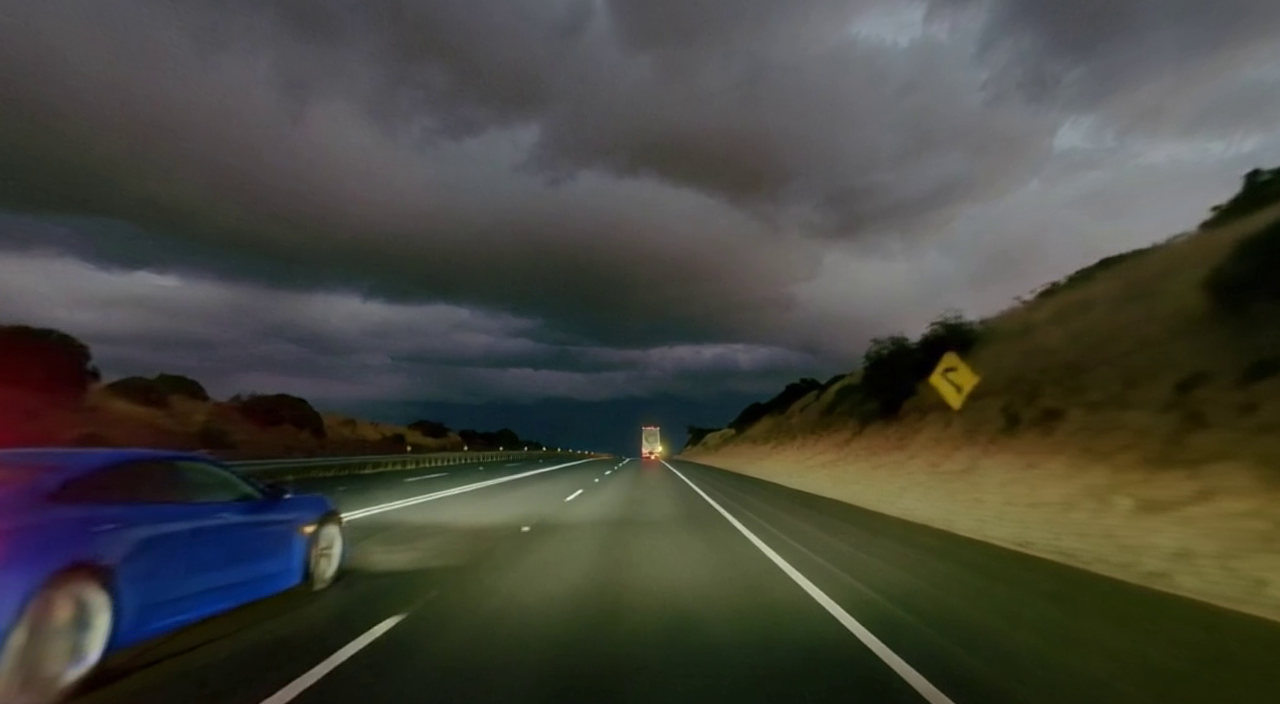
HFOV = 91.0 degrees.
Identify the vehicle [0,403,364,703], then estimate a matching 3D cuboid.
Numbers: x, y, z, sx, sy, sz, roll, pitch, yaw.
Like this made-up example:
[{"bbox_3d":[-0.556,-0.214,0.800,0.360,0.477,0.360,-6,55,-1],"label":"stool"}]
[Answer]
[{"bbox_3d":[-3.919,1.214,4.051,2.038,1.596,4.769,0,-8,1],"label":"vehicle"}]
